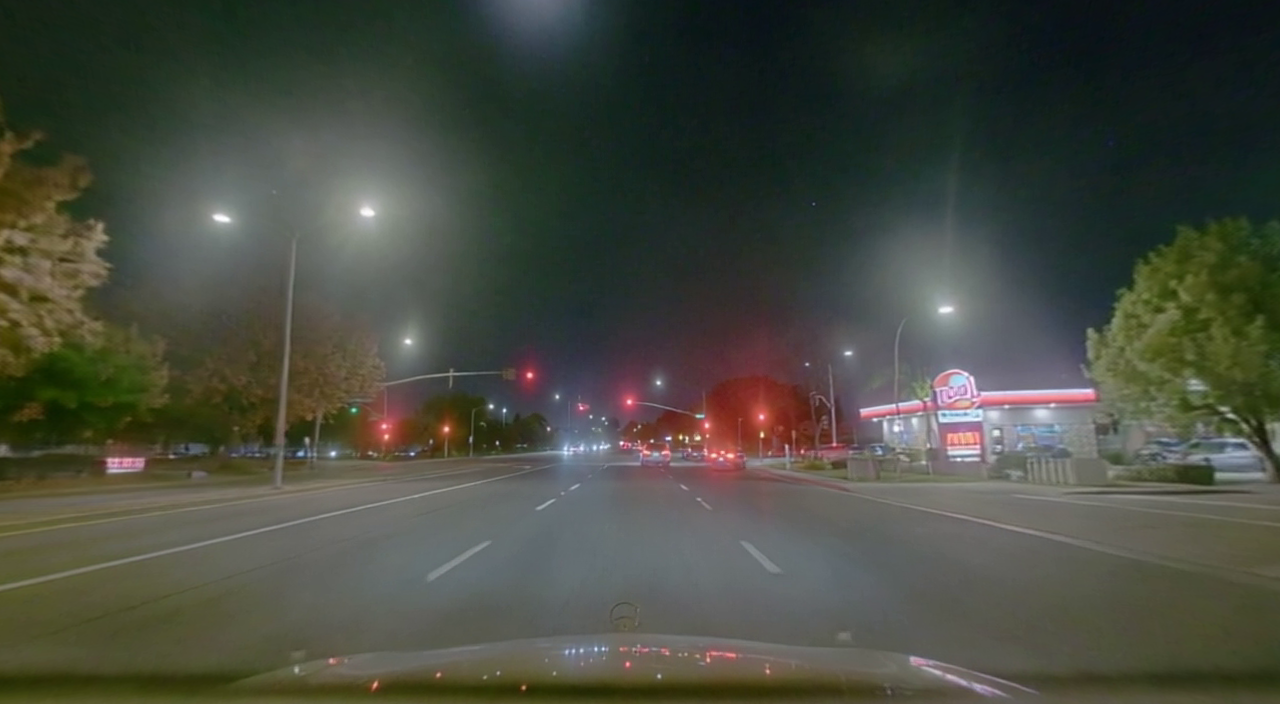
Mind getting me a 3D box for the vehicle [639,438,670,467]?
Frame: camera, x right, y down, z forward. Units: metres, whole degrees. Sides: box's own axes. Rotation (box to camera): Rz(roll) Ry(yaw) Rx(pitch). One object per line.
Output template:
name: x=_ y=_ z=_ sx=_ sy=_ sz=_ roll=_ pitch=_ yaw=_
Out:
vehicle: x=1.095 y=7.173 z=45.136 sx=2.096 sy=1.961 sz=4.259 roll=0 pitch=-9 yaw=2
